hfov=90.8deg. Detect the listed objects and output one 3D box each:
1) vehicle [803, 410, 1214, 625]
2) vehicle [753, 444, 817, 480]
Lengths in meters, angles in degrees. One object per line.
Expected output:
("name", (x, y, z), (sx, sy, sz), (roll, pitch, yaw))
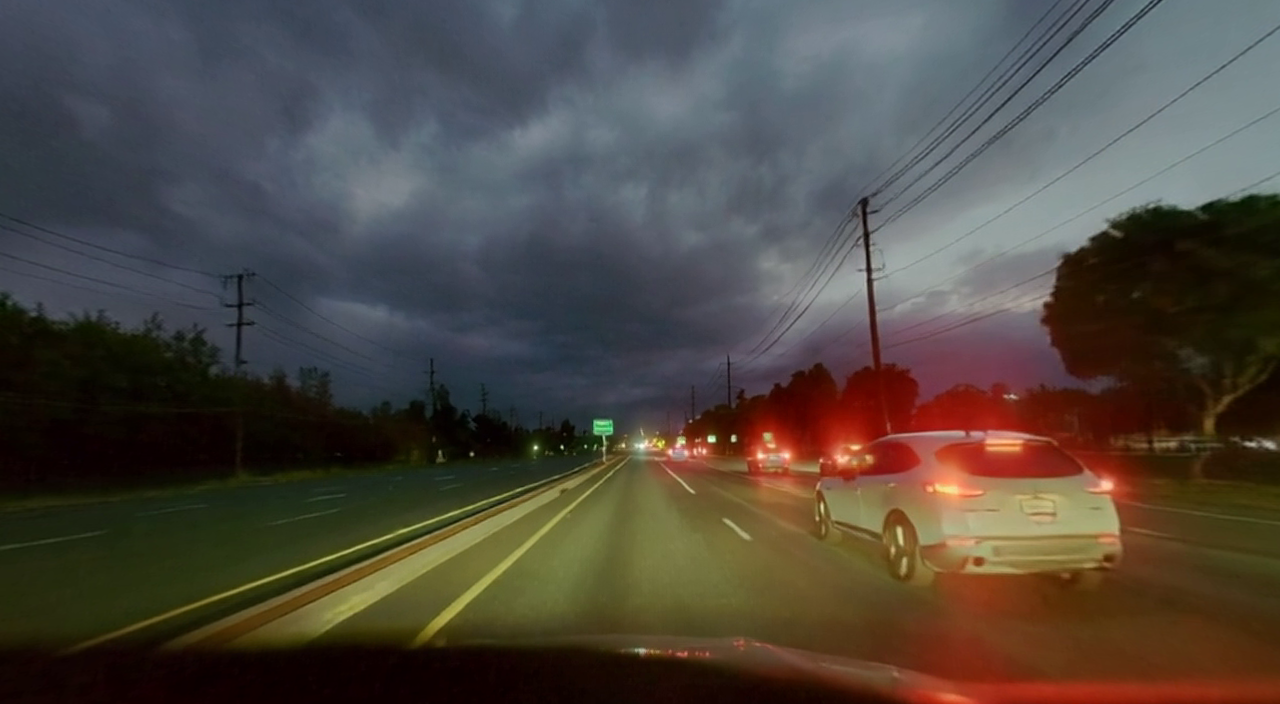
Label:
("vehicle", (3.424, 1.597, 7.057), (2.078, 1.668, 4.078), (0, -8, 0))
("vehicle", (6.523, 4.976, 28.855), (1.882, 1.476, 4.344), (0, -8, 0))
